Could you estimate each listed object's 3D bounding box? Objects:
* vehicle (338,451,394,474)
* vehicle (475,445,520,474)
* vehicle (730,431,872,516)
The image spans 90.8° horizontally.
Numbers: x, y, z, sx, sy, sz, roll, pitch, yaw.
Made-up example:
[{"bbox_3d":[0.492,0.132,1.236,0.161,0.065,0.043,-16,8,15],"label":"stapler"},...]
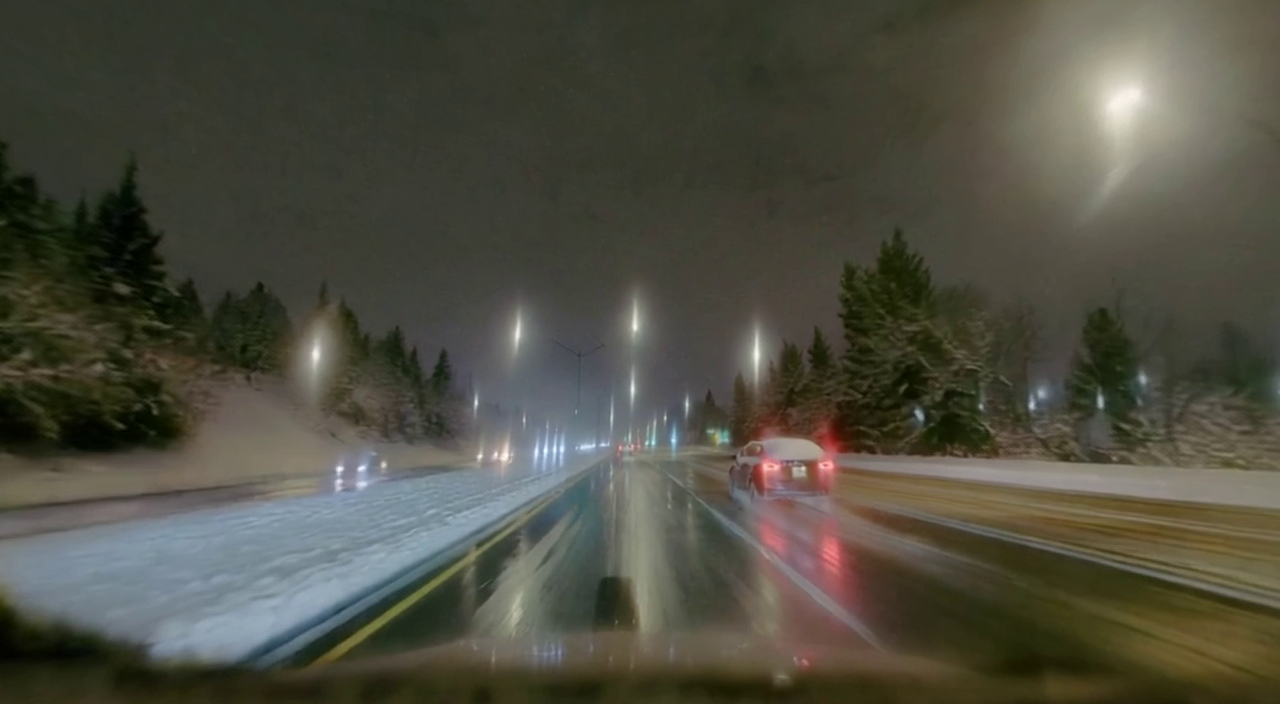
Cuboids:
[{"bbox_3d":[-18.690,7.526,43.341,1.853,1.450,4.514,0,-9,0],"label":"vehicle"},{"bbox_3d":[-8.295,6.259,37.127,1.766,1.536,3.855,0,-8,-1],"label":"vehicle"},{"bbox_3d":[3.361,2.623,14.136,2.018,1.600,4.121,0,-9,-1],"label":"vehicle"}]
